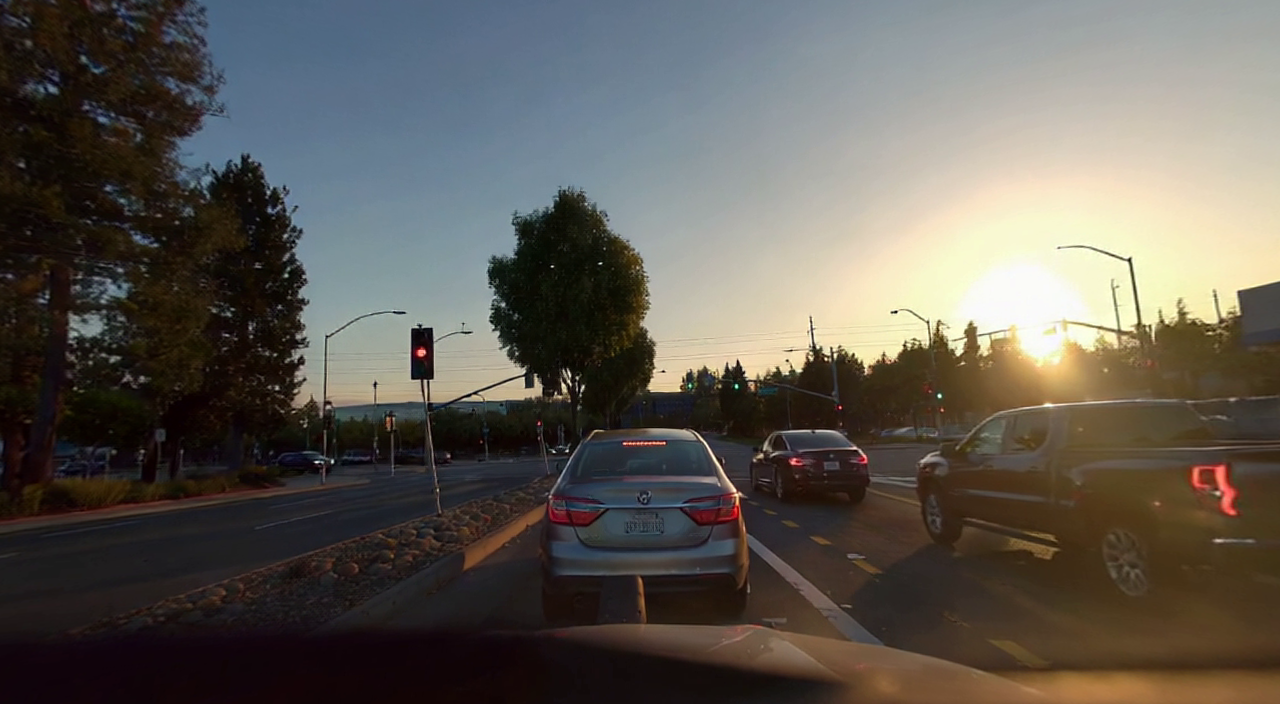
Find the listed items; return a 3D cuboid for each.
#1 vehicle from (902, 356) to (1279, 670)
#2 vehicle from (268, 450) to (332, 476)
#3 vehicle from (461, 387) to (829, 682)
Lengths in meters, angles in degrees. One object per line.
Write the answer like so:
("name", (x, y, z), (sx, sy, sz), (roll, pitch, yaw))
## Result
("vehicle", (4.534, 1.248, 6.014), (2.019, 1.803, 4.634), (0, -8, 0))
("vehicle", (-24.081, 7.848, 44.876), (1.798, 1.706, 4.385), (-1, -8, 6))
("vehicle", (-0.010, 1.339, 5.699), (2.116, 1.677, 3.948), (0, -8, -1))
